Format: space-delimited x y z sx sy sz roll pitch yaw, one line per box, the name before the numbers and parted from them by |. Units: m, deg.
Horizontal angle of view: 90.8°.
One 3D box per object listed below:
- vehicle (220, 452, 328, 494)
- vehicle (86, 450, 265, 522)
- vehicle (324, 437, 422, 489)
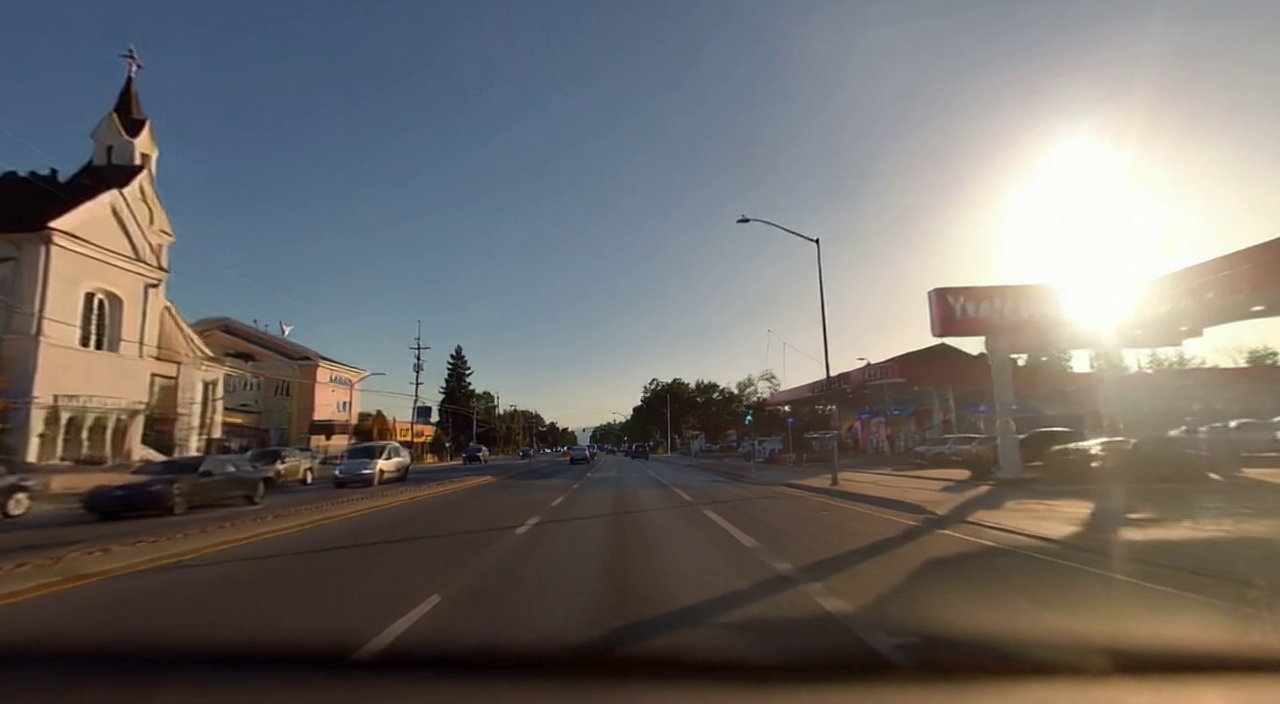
vehicle | -15.247 5.029 26.658 2.045 1.519 4.401 -1 -9 -2
vehicle | -11.081 3.168 15.420 1.771 1.508 3.453 0 -9 -2
vehicle | -11.440 4.779 27.545 2.229 1.957 5.057 -1 -9 -2
